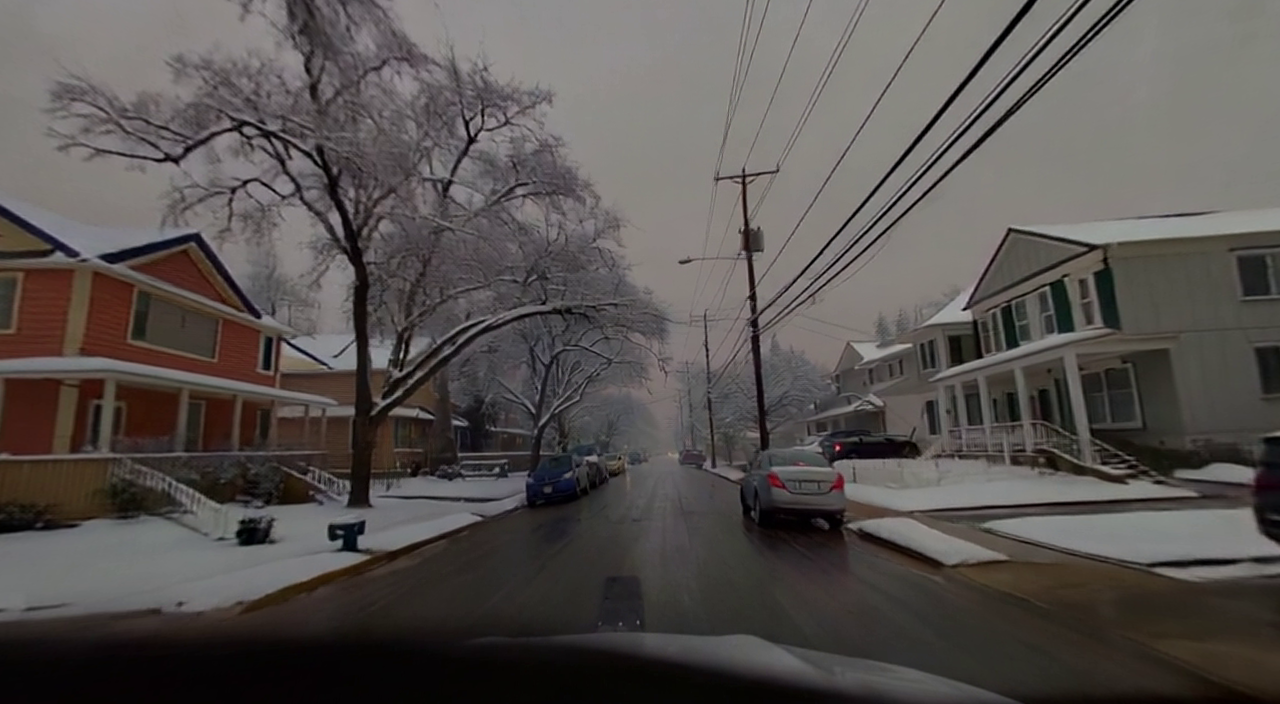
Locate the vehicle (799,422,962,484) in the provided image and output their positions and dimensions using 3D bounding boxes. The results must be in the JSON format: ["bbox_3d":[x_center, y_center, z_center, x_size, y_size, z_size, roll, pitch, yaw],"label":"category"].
[{"bbox_3d":[8.974,3.806,23.984,5.274,2.170,2.205,0,-8,0],"label":"vehicle"}]

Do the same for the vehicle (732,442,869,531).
[{"bbox_3d":[3.410,2.905,14.440,2.043,1.631,4.613,0,-8,2],"label":"vehicle"}]

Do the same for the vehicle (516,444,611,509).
[{"bbox_3d":[-2.439,4.126,21.534,2.204,1.655,4.813,-8,-9,2],"label":"vehicle"}]

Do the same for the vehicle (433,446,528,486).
[{"bbox_3d":[-7.875,5.639,31.477,4.088,1.779,2.109,0,-7,5],"label":"vehicle"}]
